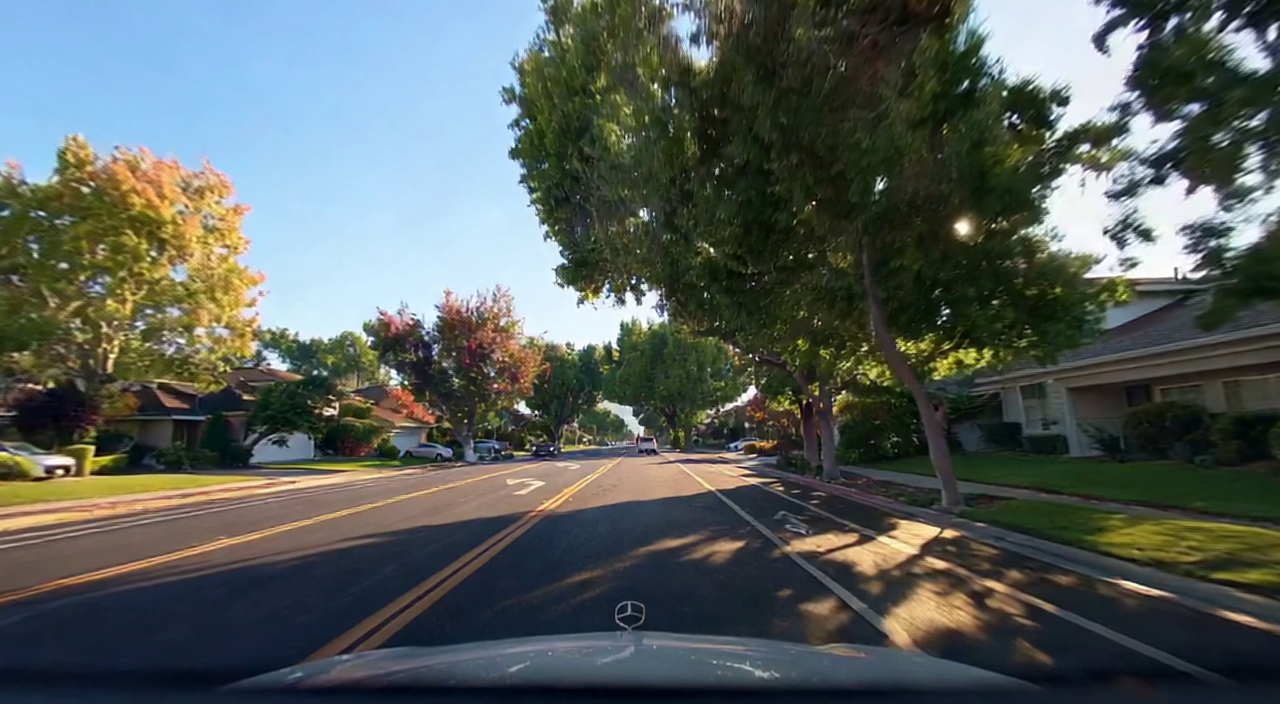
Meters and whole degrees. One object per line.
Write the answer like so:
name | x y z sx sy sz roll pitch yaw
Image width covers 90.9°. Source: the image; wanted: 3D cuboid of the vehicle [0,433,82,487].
vehicle | -20.697 3.496 20.621 1.930 1.617 4.076 2 -9 -15

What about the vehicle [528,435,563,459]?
vehicle | -7.129 7.195 47.855 1.977 1.753 4.128 0 -8 1
